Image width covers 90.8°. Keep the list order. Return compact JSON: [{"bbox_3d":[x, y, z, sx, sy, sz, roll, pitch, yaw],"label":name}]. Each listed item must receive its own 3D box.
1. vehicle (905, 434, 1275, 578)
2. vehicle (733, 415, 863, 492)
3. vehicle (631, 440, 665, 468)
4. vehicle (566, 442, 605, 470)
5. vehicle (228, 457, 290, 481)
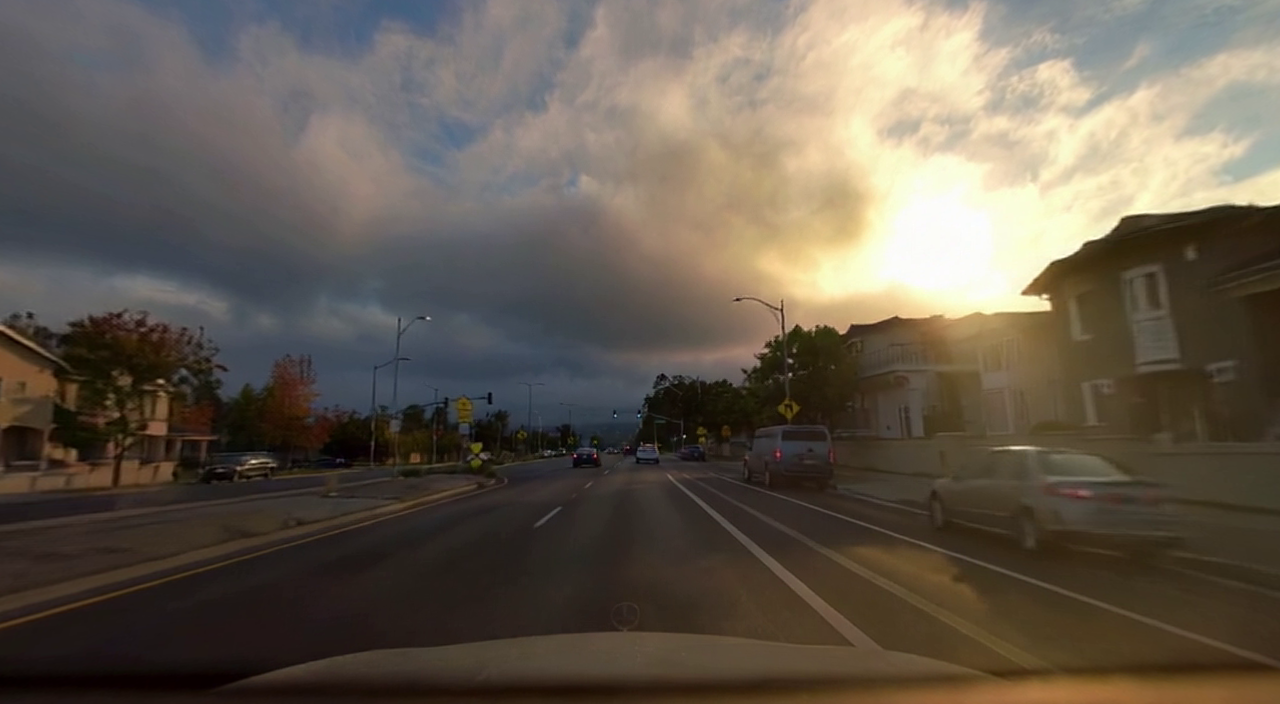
[{"bbox_3d":[5.784,1.985,9.033,1.910,1.520,4.375,0,-9,-3],"label":"vehicle"},{"bbox_3d":[5.452,3.728,23.481,2.763,2.329,7.864,0,-9,0],"label":"vehicle"},{"bbox_3d":[0.501,7.240,44.845,2.273,1.851,5.075,0,-9,-1],"label":"vehicle"},{"bbox_3d":[-3.720,7.165,43.773,2.233,1.775,4.491,0,-9,1],"label":"vehicle"},{"bbox_3d":[-25.958,7.983,43.199,1.796,1.511,3.879,0,-9,-1],"label":"vehicle"}]
